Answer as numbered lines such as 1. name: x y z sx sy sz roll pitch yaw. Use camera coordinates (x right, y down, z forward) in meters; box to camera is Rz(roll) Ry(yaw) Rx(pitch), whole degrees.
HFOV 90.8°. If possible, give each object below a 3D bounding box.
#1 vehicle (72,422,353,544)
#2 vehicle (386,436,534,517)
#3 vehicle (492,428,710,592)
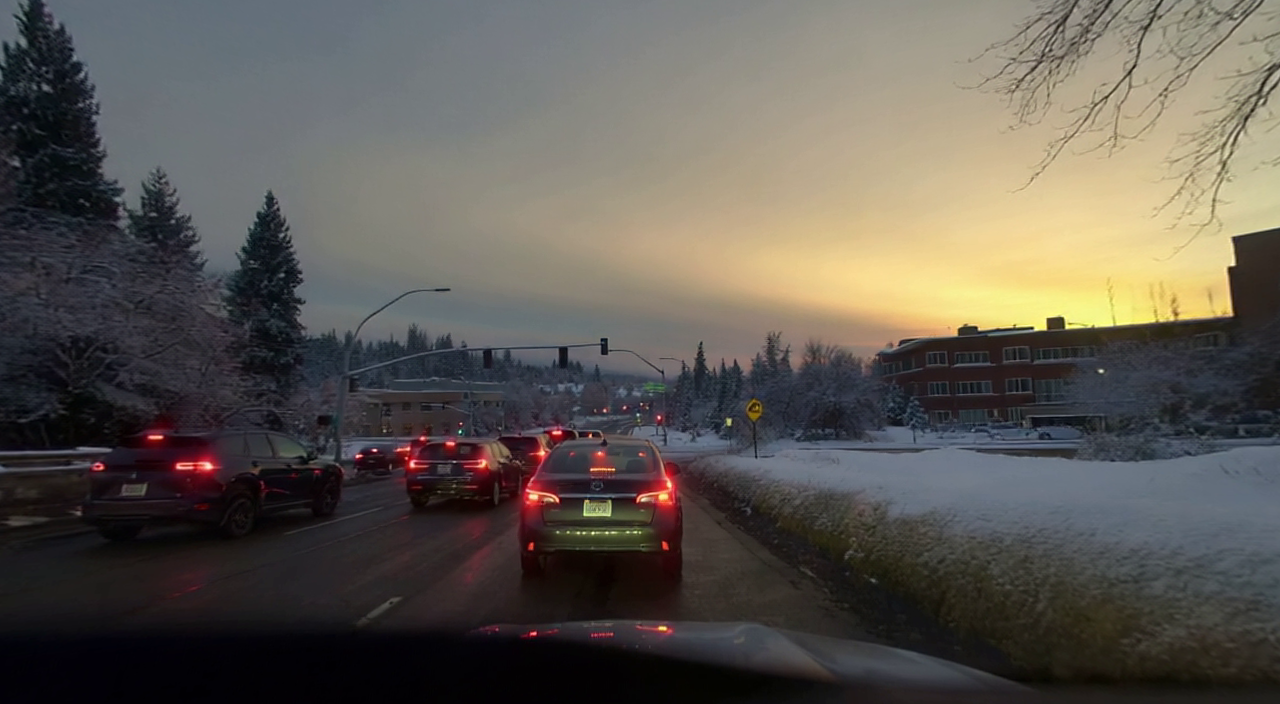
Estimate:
1. vehicle: -7.289 2.246 11.498 2.068 1.784 4.224 0 -9 1
2. vehicle: -3.794 2.701 14.274 1.913 1.521 4.539 0 -9 1
3. vehicle: -0.383 1.811 8.062 2.066 1.544 3.954 0 -9 0
